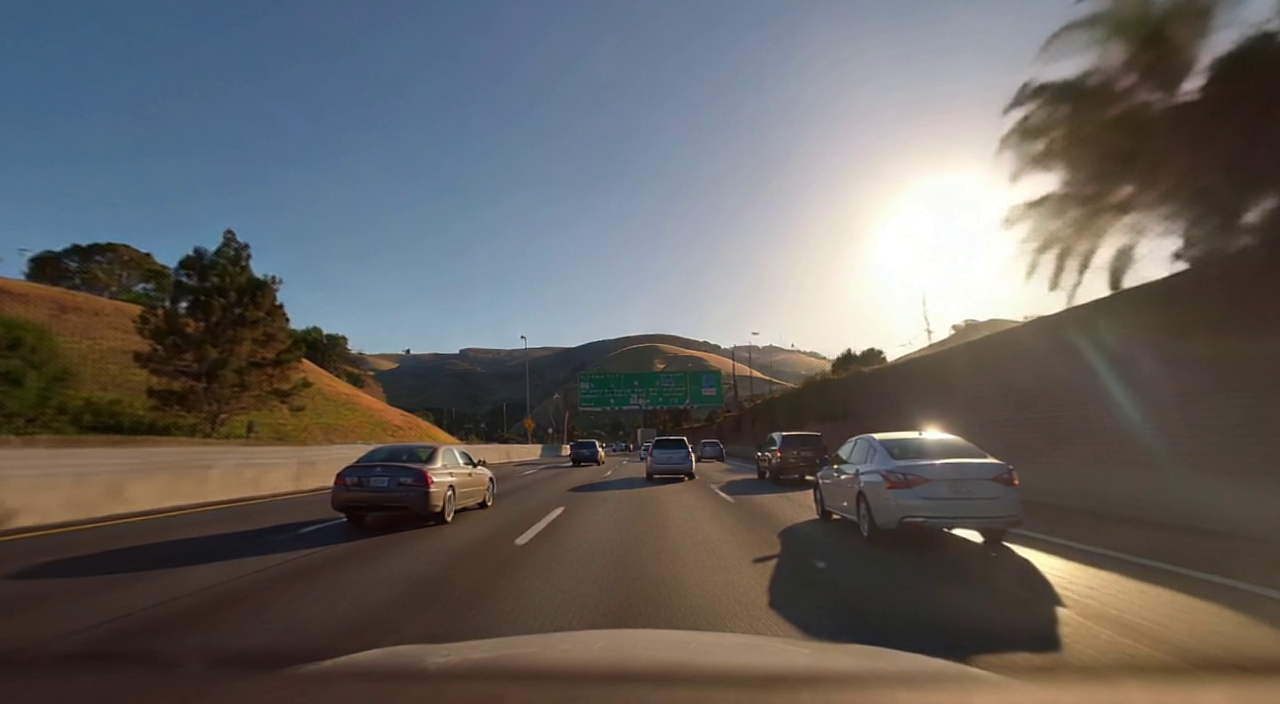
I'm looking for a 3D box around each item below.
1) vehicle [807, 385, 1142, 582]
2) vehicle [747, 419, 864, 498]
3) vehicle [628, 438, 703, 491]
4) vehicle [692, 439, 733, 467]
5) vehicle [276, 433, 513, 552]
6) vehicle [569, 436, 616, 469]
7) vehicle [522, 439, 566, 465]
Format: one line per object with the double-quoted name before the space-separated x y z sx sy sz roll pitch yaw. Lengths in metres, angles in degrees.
"vehicle" 3.708 1.542 8.141 1.930 1.831 4.344 0 -8 0
"vehicle" 4.305 2.856 17.264 1.970 1.872 4.575 0 -8 0
"vehicle" 0.726 3.449 19.676 2.105 1.471 3.978 0 -8 0
"vehicle" 4.097 5.746 36.068 1.855 1.513 3.915 0 -8 0
"vehicle" -3.500 2.069 10.065 1.961 1.456 4.362 0 -8 1
"vehicle" -2.730 5.913 37.369 2.154 1.793 4.736 0 -8 3
"vehicle" -6.640 6.954 44.101 2.055 1.751 4.825 0 -8 3
